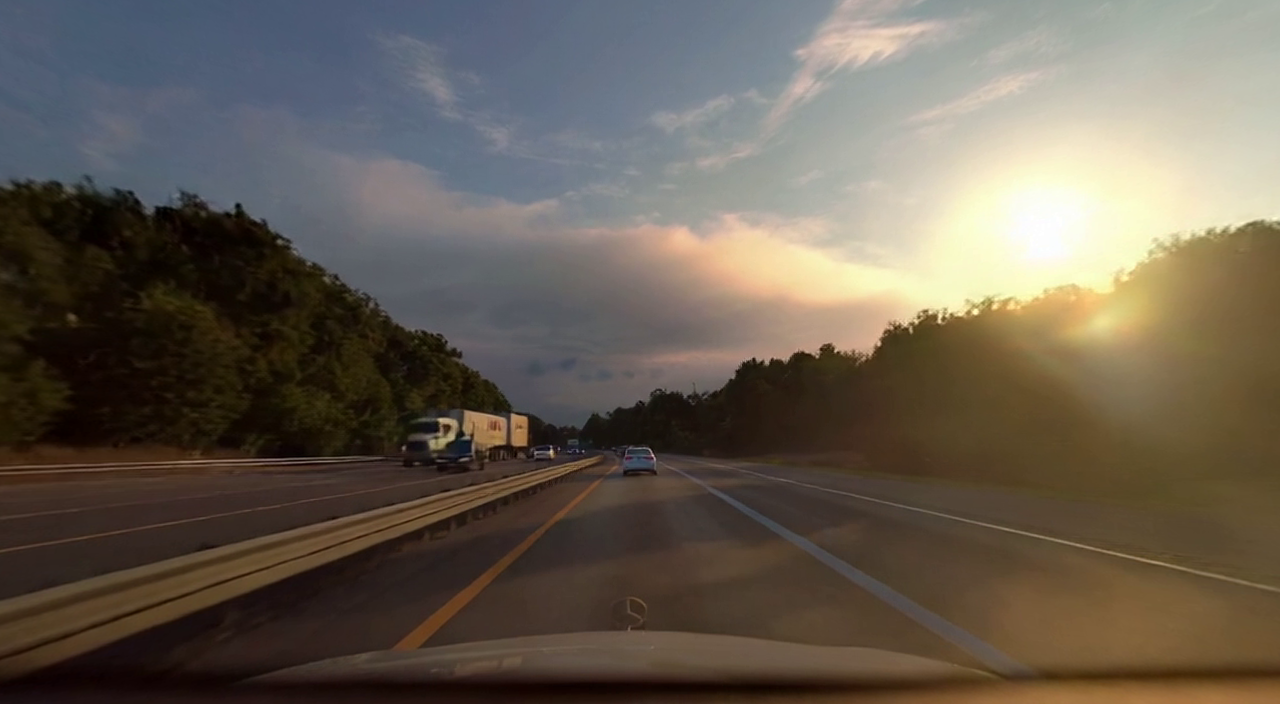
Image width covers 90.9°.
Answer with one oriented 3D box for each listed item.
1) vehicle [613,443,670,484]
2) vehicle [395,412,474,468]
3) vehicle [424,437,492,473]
[{"bbox_3d":[0.048,4.496,25.704,2.114,1.523,4.012,0,-9,0],"label":"vehicle"},{"bbox_3d":[-13.318,5.832,41.550,2.649,3.362,7.432,0,-9,0],"label":"vehicle"},{"bbox_3d":[-8.753,5.016,30.746,1.984,1.613,4.329,0,-9,1],"label":"vehicle"}]
